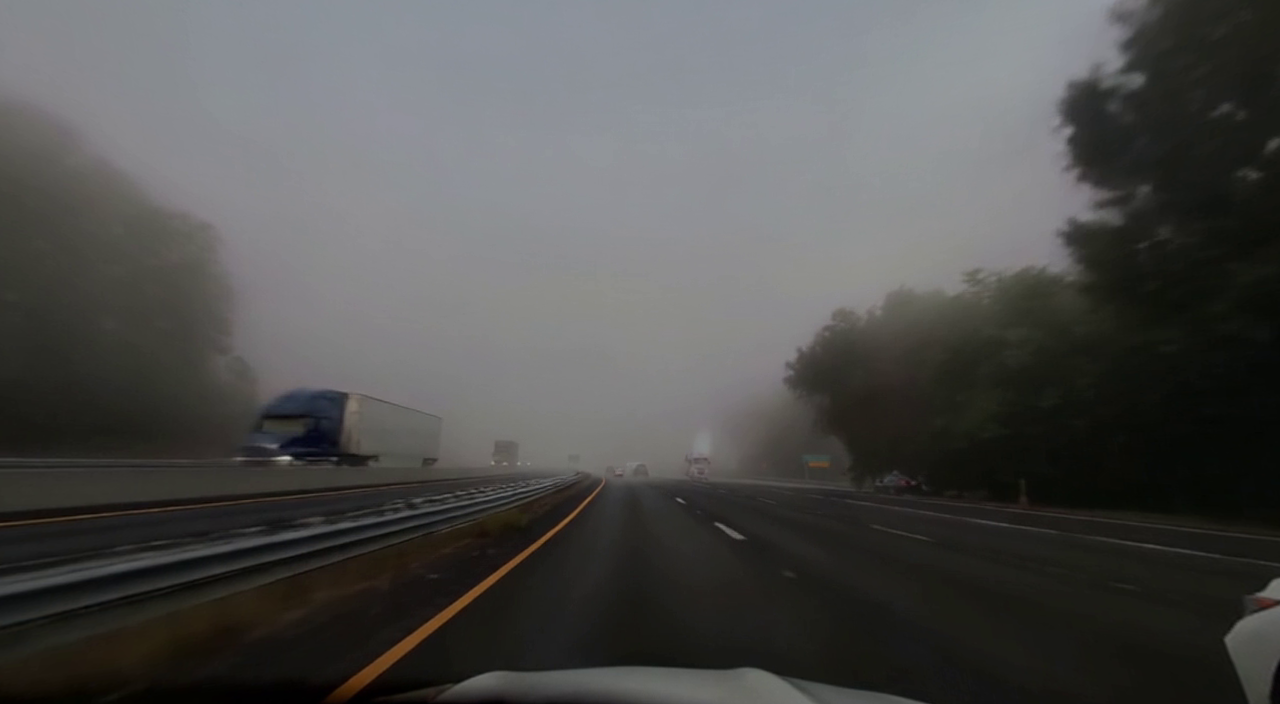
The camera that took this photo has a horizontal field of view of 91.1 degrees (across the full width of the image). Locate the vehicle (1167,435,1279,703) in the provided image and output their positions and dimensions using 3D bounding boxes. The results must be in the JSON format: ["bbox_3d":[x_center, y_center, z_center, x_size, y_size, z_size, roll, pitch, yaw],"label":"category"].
[{"bbox_3d":[3.874,0.830,1.031,1.965,1.502,4.599,1,-10,-1],"label":"vehicle"}]

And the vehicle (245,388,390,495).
[{"bbox_3d":[-13.387,3.896,26.796,2.943,3.994,6.018,1,-10,-2],"label":"vehicle"}]
